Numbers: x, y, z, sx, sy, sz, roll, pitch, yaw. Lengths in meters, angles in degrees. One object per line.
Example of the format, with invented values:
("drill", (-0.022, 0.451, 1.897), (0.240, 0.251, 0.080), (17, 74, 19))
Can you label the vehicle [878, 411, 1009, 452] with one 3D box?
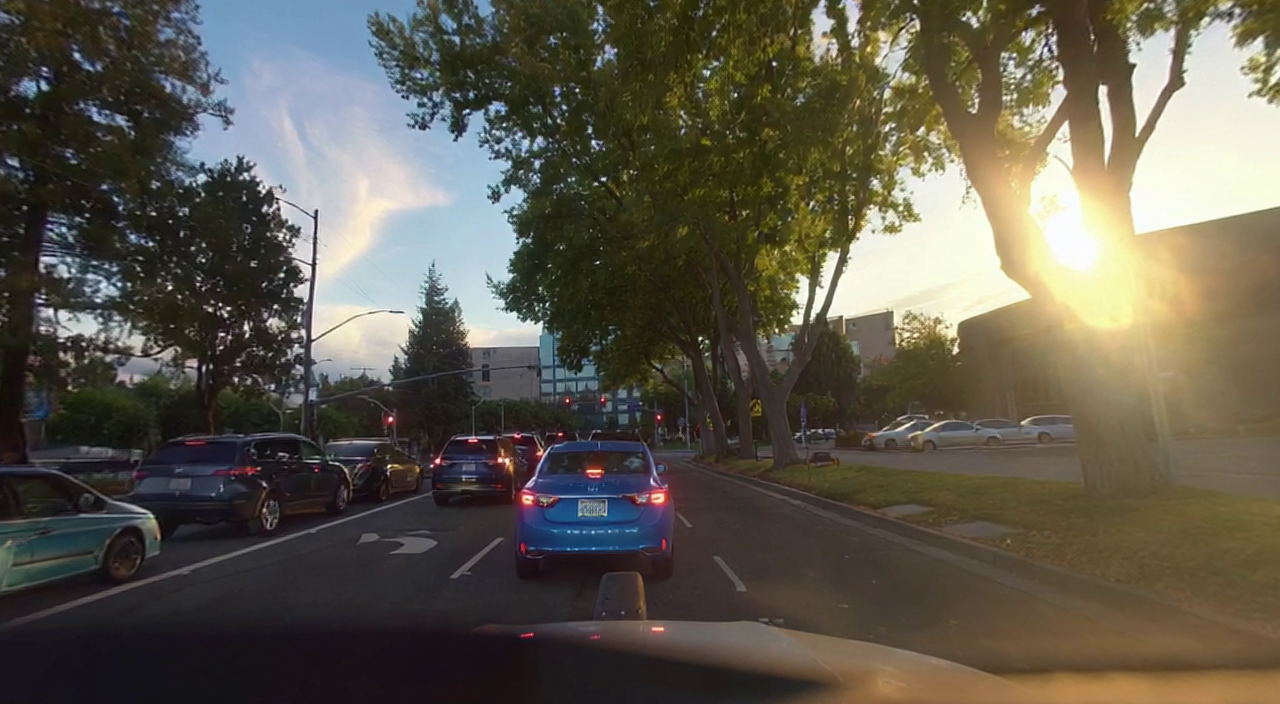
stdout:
("vehicle", (13.934, 3.700, 29.231), (4.975, 1.809, 1.956), (0, -9, 1))

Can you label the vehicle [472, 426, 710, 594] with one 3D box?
("vehicle", (-0.419, 1.706, 7.647), (2.104, 1.472, 3.946), (0, -9, 0))

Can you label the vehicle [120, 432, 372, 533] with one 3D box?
("vehicle", (-7.264, 2.427, 12.353), (2.096, 1.593, 4.288), (0, -9, 1))

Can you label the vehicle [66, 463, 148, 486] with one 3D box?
("vehicle", (-36.476, 8.370, 43.288), (3.918, 1.423, 1.861), (-1, -9, 2))

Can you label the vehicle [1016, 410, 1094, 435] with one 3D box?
("vehicle", (30.371, 5.231, 46.401), (4.627, 1.671, 1.929), (-5, -10, 30))

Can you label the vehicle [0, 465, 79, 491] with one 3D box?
("vehicle", (-36.652, 7.546, 37.971), (4.093, 1.440, 1.804), (0, -9, -1))
